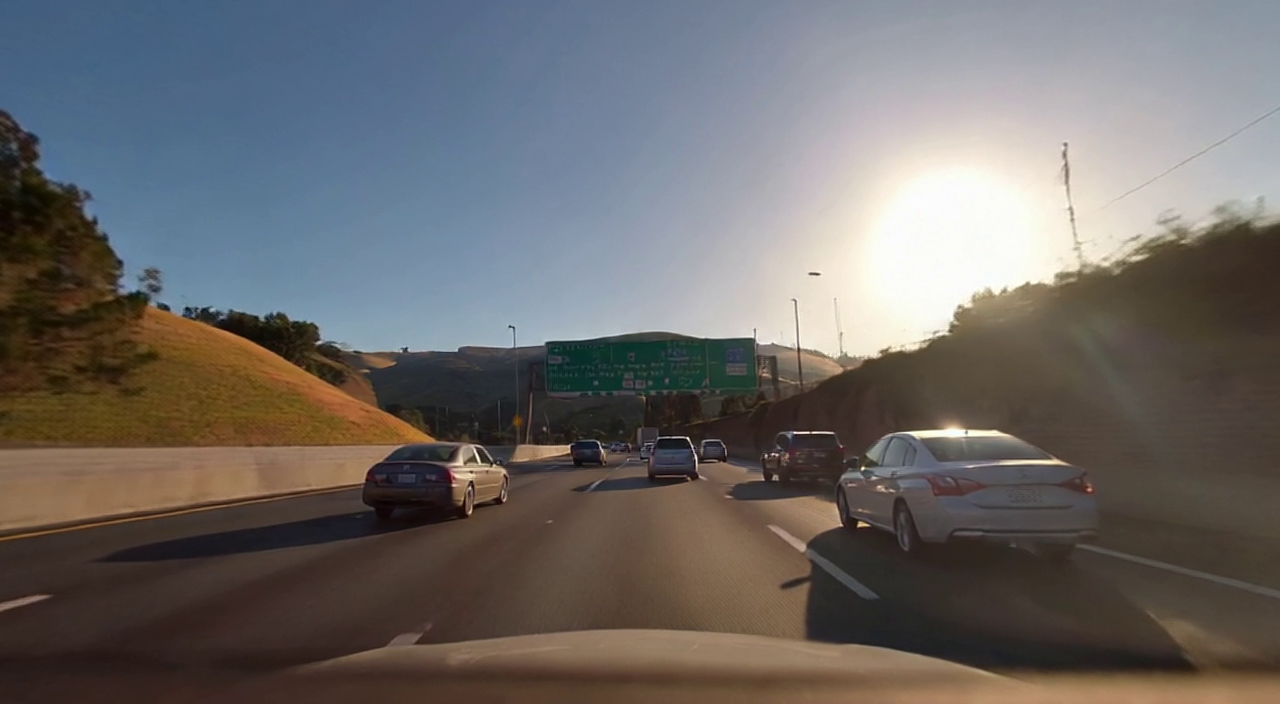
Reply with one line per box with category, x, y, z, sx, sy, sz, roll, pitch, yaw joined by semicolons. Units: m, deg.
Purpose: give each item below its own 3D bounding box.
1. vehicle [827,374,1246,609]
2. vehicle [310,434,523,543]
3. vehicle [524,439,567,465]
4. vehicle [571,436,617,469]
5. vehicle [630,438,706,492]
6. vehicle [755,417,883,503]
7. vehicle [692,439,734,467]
vehicle;3.757;1.399;7.183;1.930;1.831;4.344;0;-8;1
vehicle;-3.454;2.173;10.799;1.961;1.456;4.362;0;-8;1
vehicle;-6.526;6.954;44.095;2.055;1.751;4.825;0;-8;2
vehicle;-2.653;5.939;37.572;2.154;1.793;4.736;0;-8;3
vehicle;0.765;3.429;19.546;2.105;1.471;3.978;0;-8;0
vehicle;4.350;2.698;16.186;1.970;1.872;4.575;0;-8;0
vehicle;4.122;5.743;36.100;1.855;1.513;3.915;0;-8;-1
